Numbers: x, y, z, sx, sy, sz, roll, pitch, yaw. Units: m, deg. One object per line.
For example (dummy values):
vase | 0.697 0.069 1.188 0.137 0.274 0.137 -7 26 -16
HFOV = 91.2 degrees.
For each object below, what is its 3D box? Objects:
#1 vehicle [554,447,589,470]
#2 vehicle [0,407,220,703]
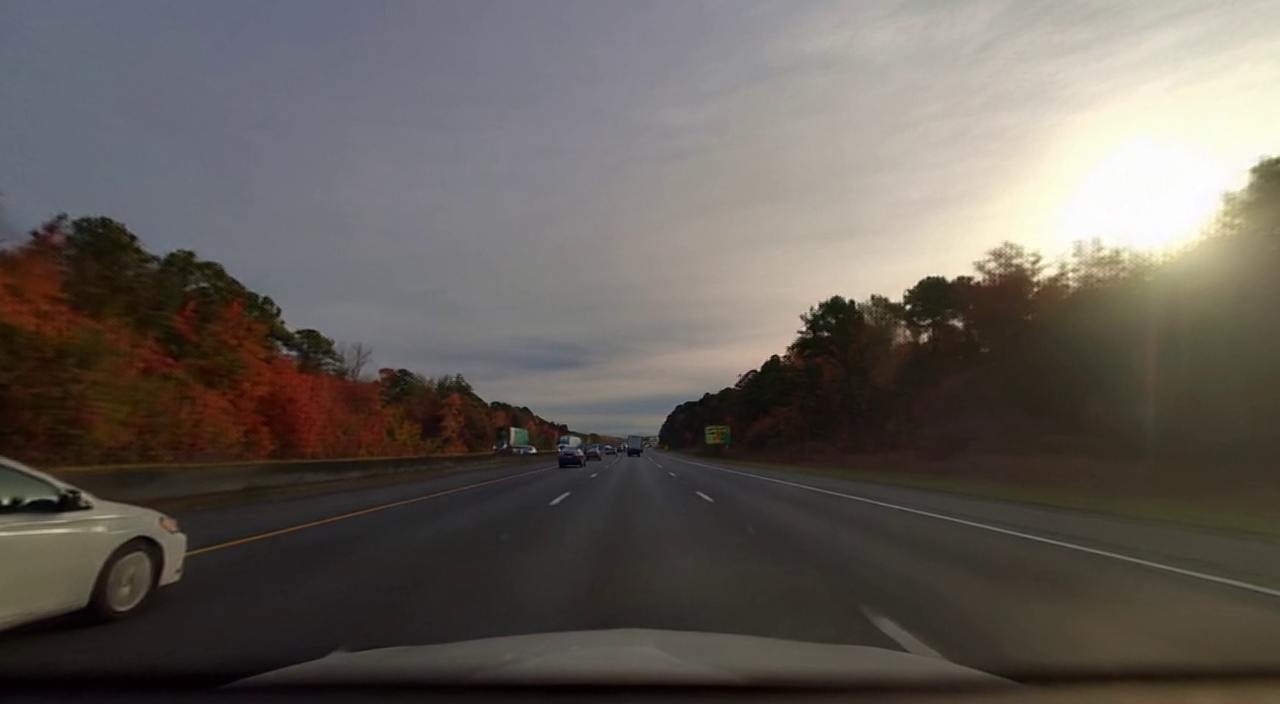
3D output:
vehicle | -4.571 7.171 42.415 1.963 1.475 3.665 0 -9 0
vehicle | -4.357 0.995 2.839 2.071 1.525 4.058 0 -9 0
